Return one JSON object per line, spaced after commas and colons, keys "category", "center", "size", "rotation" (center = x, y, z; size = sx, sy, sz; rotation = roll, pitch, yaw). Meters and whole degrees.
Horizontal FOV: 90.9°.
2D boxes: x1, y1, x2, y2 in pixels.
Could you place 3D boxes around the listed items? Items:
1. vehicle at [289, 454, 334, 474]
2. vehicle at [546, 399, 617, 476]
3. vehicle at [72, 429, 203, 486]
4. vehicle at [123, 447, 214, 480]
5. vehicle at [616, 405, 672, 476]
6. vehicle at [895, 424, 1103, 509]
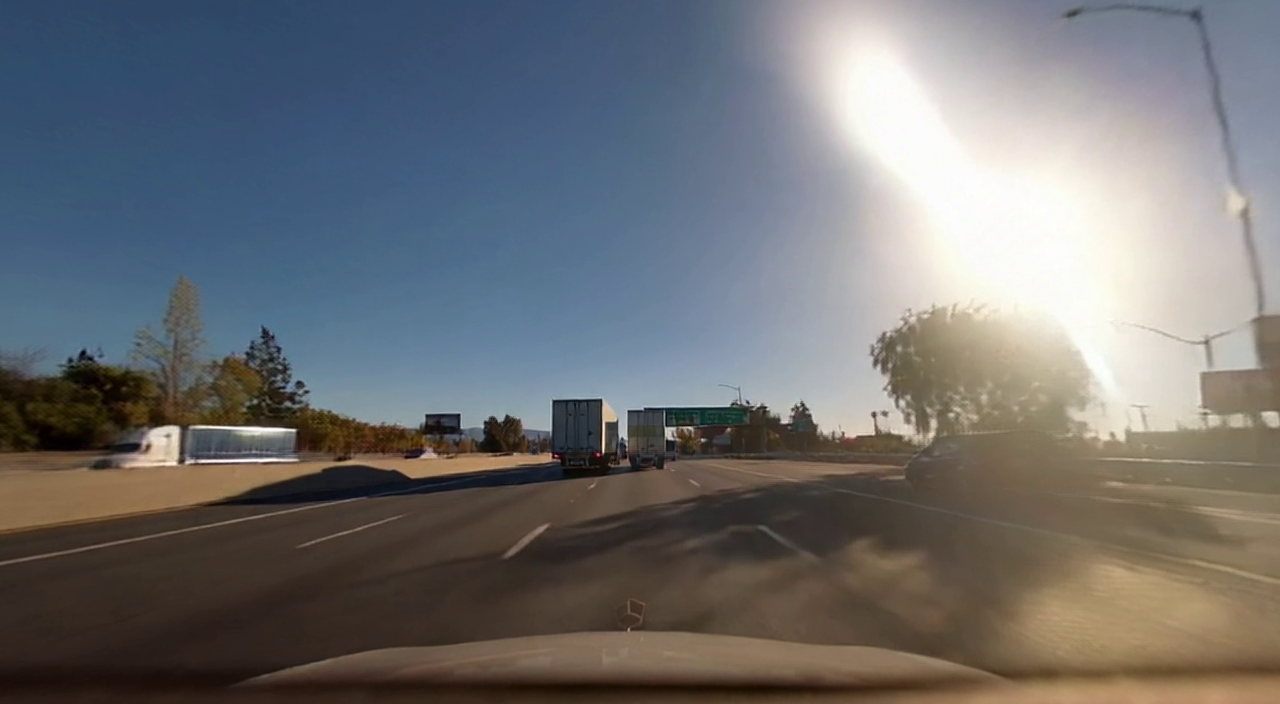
{"category": "vehicle", "center": [-25.347, 8.636, 48.770], "size": [1.526, 1.405, 3.436], "rotation": [-1, -8, 2]}
{"category": "vehicle", "center": [-3.232, 5.292, 38.529], "size": [2.962, 3.947, 11.574], "rotation": [-1, -8, 1]}
{"category": "vehicle", "center": [-35.971, 7.544, 45.630], "size": [3.034, 3.749, 7.583], "rotation": [-1, -8, 0]}
{"category": "vehicle", "center": [-32.086, 7.587, 43.149], "size": [2.106, 2.068, 5.160], "rotation": [-1, -8, 2]}
{"category": "vehicle", "center": [0.204, 5.690, 41.434], "size": [3.054, 3.944, 11.230], "rotation": [-2, -7, 0]}
{"category": "vehicle", "center": [7.612, 2.470, 14.032], "size": [1.969, 1.560, 4.394], "rotation": [0, -8, -1]}
